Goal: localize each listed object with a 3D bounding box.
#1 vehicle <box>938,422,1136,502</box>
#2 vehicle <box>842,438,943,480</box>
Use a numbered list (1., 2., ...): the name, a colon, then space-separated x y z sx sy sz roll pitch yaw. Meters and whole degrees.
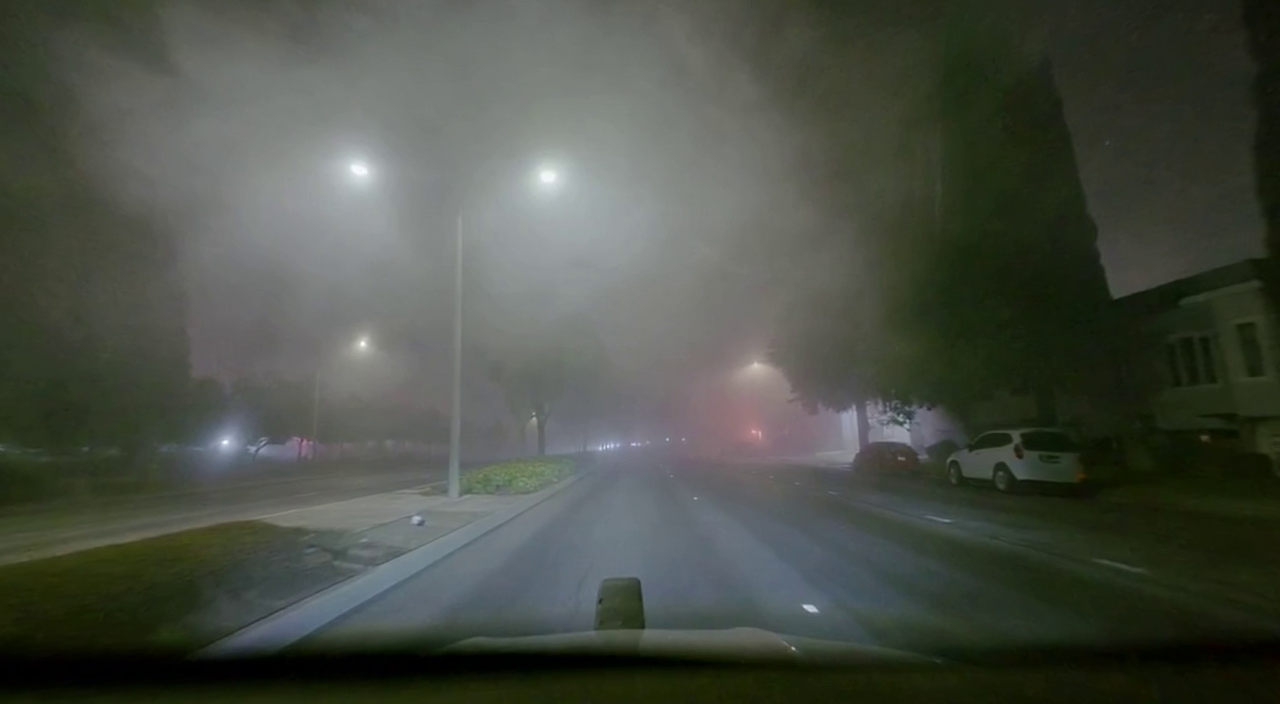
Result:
1. vehicle: 9.846 2.755 16.246 2.018 1.742 4.547 0 -8 -1
2. vehicle: 9.894 4.239 25.244 1.996 1.488 4.810 0 -8 0
